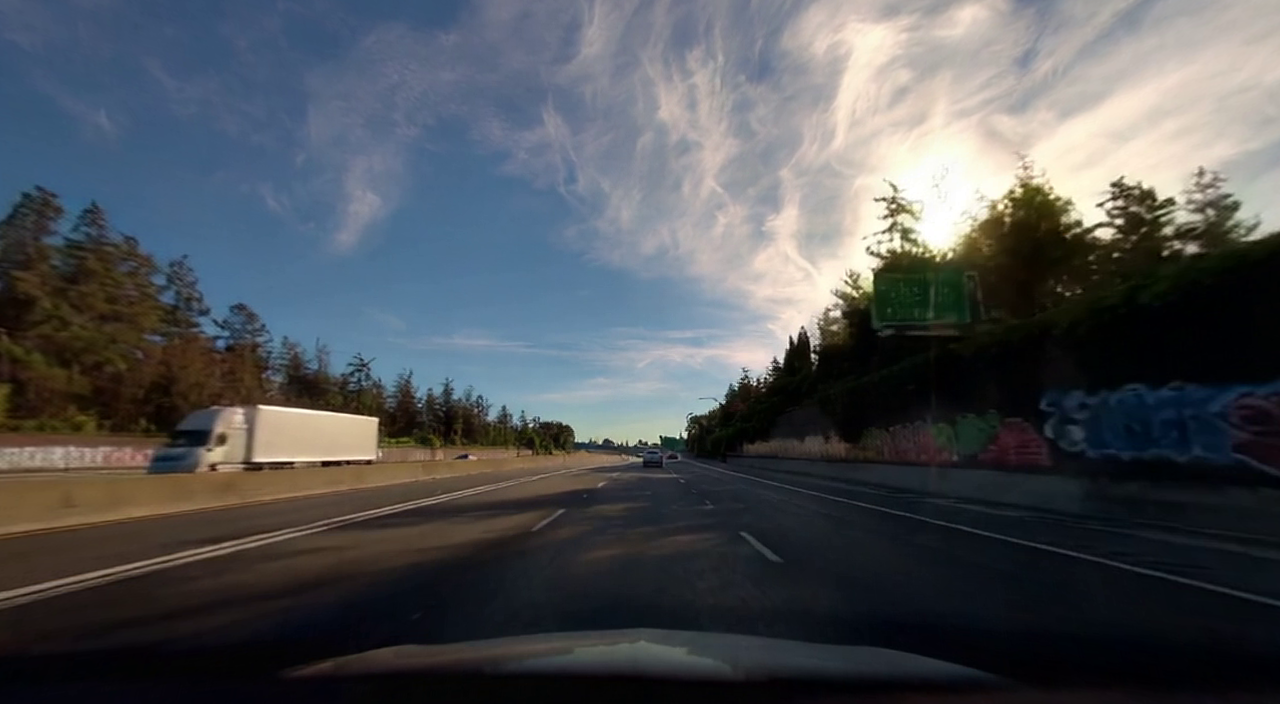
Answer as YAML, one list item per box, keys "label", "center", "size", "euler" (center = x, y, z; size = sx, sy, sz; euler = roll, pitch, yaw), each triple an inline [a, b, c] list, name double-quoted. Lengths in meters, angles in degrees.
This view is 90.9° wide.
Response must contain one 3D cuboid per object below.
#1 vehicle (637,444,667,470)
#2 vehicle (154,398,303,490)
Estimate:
- label: "vehicle"
  center: [0.926, 8.230, 49.547]
  size: [2.279, 1.934, 4.268]
  euler: [0, -9, 0]
- label: "vehicle"
  center: [-19.397, 4.378, 30.240]
  size: [2.964, 3.952, 5.786]
  euler: [0, -8, 1]
